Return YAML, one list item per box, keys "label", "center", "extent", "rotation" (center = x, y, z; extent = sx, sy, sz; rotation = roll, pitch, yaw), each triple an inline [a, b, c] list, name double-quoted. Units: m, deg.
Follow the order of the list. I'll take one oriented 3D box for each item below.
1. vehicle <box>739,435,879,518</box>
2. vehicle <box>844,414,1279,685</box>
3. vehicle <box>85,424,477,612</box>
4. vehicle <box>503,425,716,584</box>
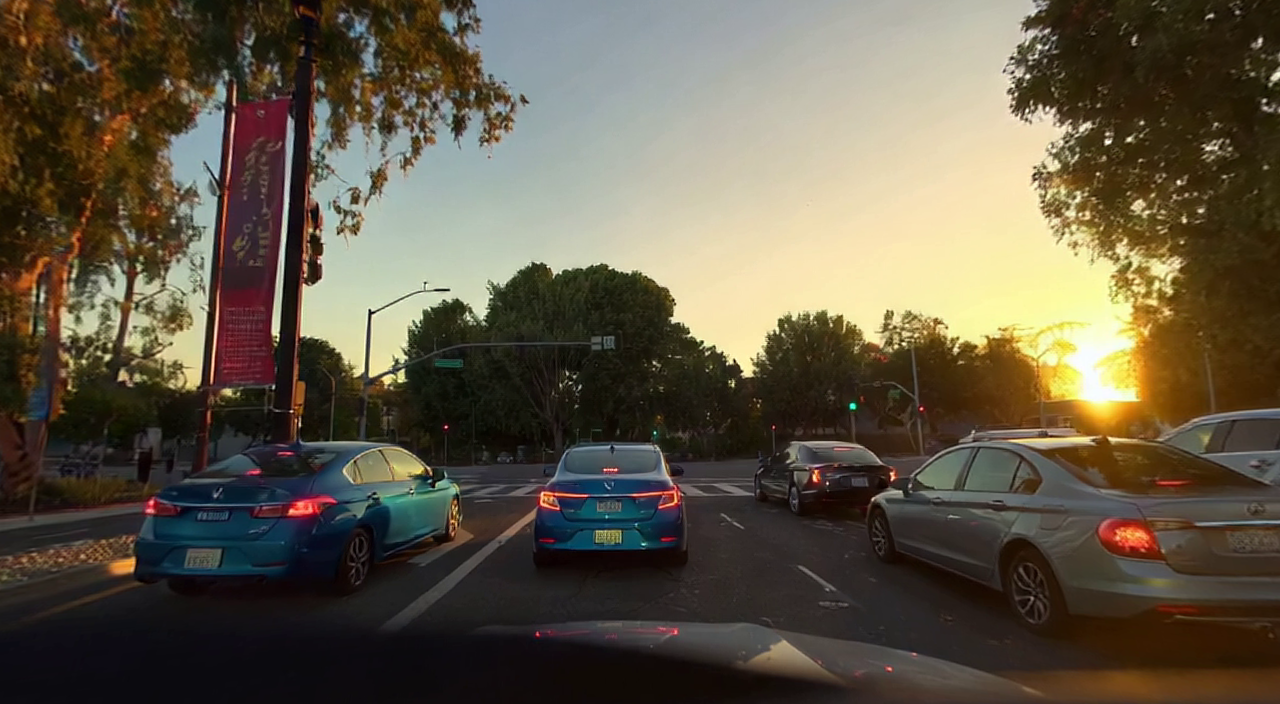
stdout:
- label: "vehicle"
  center: [3.391, 2.573, 13.499]
  extent: [1.852, 1.498, 3.825]
  rotation: [0, -9, -1]
- label: "vehicle"
  center: [3.594, 1.424, 5.771]
  extent: [1.953, 1.471, 4.470]
  rotation: [0, -9, 0]
- label: "vehicle"
  center: [-3.362, 1.619, 7.084]
  extent: [1.929, 1.457, 4.136]
  rotation: [0, -9, 0]
- label: "vehicle"
  center: [-0.314, 1.709, 7.835]
  extent: [1.994, 1.479, 3.647]
  rotation: [0, -9, -1]
